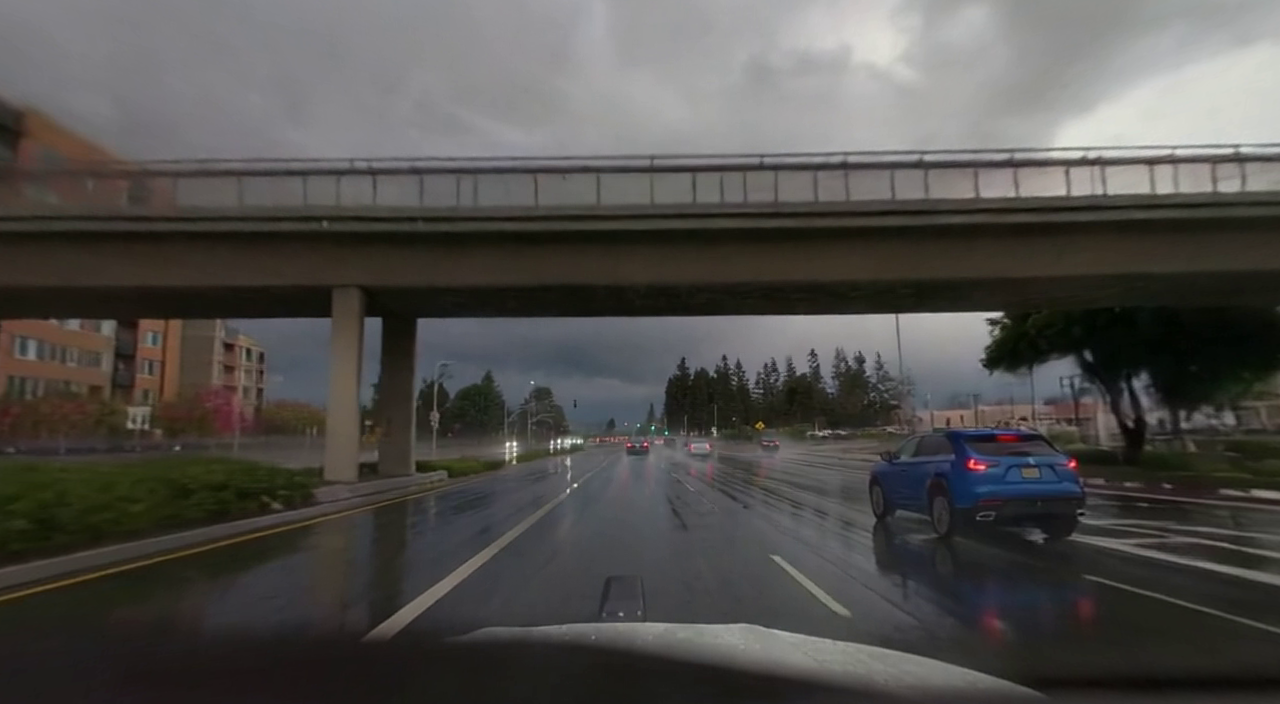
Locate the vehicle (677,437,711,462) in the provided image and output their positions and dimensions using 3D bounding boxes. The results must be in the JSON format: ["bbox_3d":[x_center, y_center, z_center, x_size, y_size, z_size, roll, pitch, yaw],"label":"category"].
[{"bbox_3d":[3.864,7.056,45.598,2.165,1.708,3.928,0,-8,1],"label":"vehicle"}]

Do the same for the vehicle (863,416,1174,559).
[{"bbox_3d":[5.499,2.021,10.191,2.130,1.741,4.665,0,-9,0],"label":"vehicle"}]
